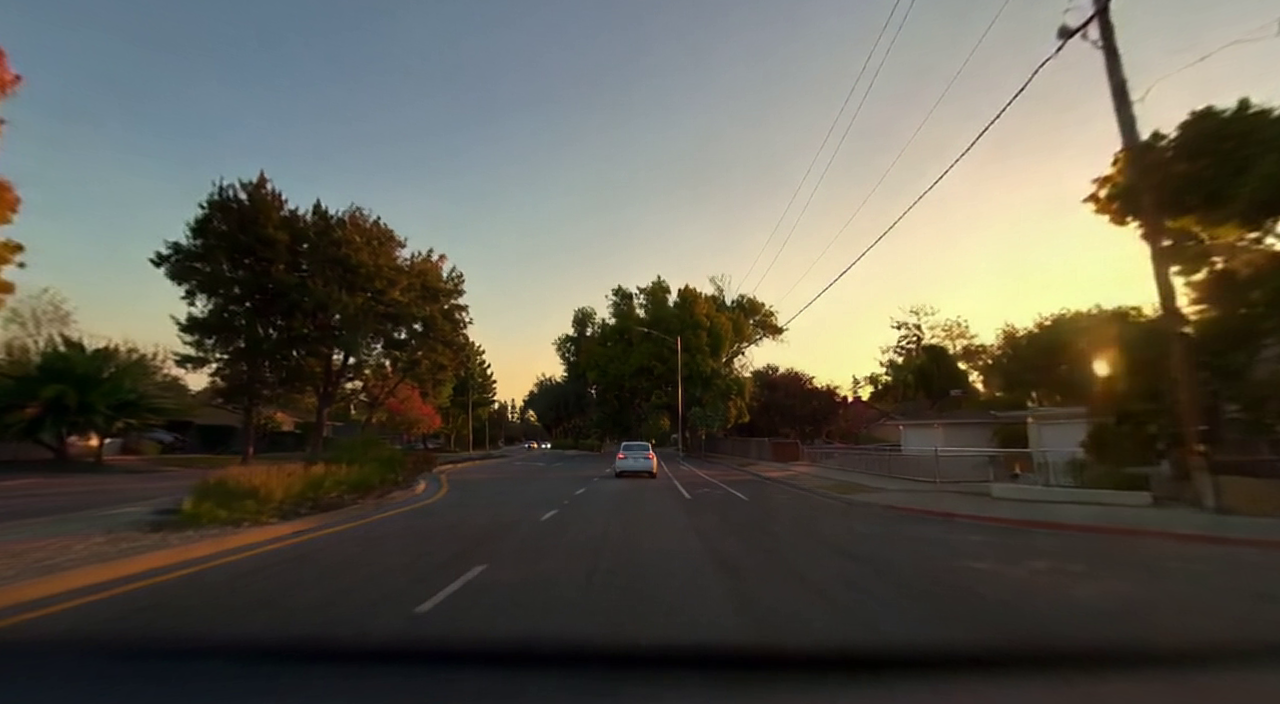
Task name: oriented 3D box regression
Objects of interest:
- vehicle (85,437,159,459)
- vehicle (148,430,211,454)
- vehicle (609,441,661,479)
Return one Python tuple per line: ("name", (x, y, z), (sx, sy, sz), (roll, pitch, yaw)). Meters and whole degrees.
("vehicle", (-35.077, 6.506, 42.702), (3.471, 1.391, 1.625), (0, -8, -1))
("vehicle", (-35.144, 6.845, 48.156), (3.451, 1.541, 1.784), (3, -7, 7))
("vehicle", (-0.178, 4.495, 26.600), (2.009, 1.456, 4.003), (0, -8, 1))
